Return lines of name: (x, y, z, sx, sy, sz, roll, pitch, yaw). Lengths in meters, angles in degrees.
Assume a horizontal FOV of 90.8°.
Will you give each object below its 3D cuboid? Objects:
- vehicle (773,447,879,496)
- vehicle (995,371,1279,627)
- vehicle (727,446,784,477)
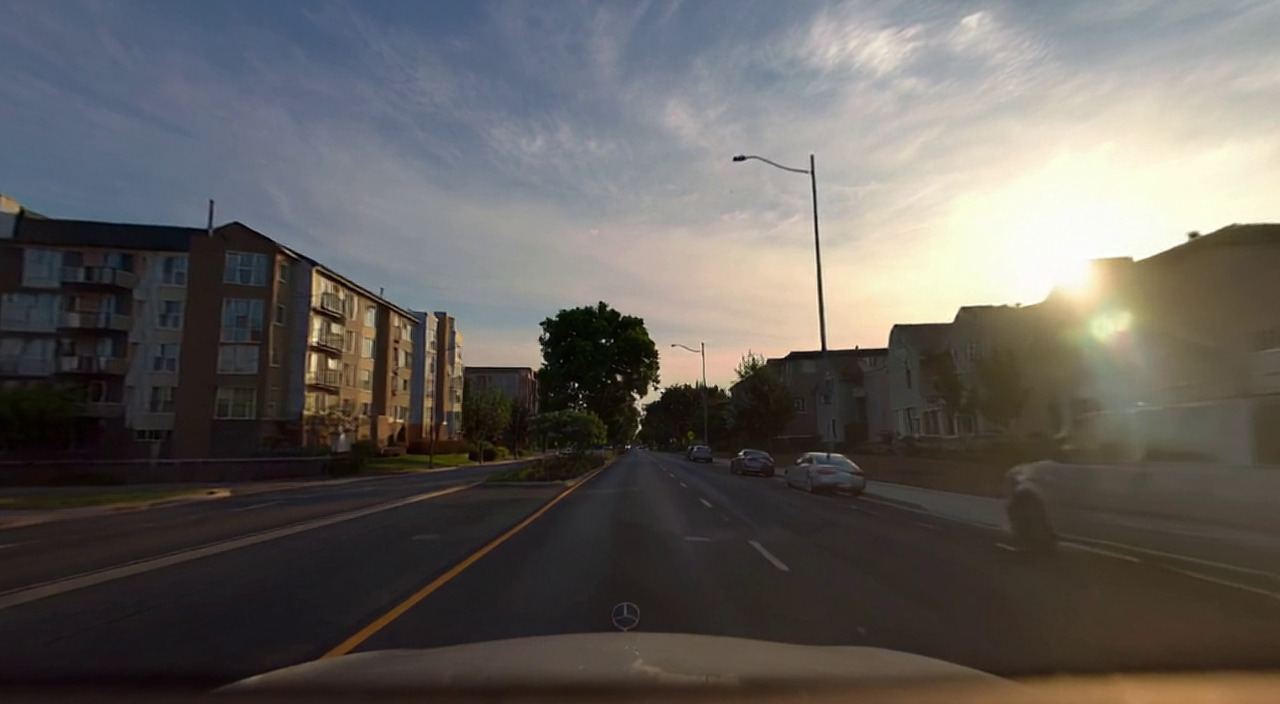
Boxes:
vehicle: (6.114, 3.967, 21.495, 2.013, 1.408, 5.011, 0, -9, -1)
vehicle: (6.354, 1.358, 6.269, 2.267, 2.037, 6.240, -1, -9, 3)
vehicle: (6.047, 5.753, 33.605, 1.944, 1.478, 4.885, 0, -9, -2)
